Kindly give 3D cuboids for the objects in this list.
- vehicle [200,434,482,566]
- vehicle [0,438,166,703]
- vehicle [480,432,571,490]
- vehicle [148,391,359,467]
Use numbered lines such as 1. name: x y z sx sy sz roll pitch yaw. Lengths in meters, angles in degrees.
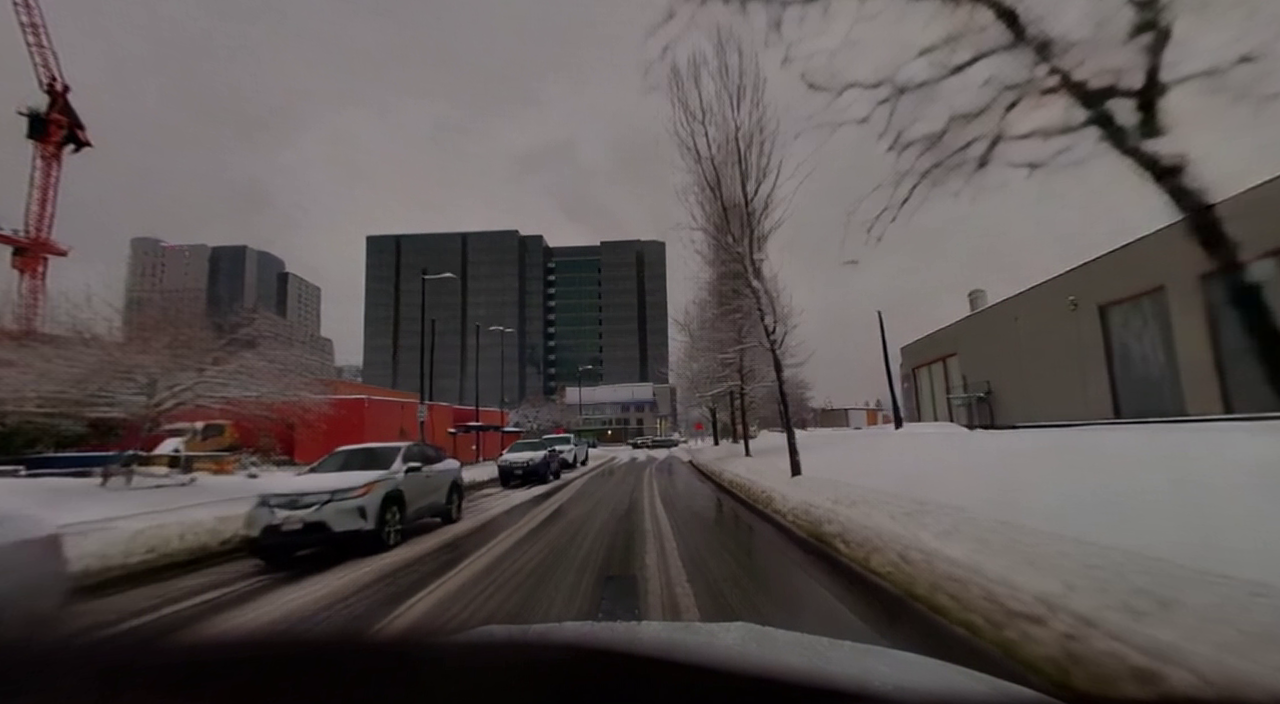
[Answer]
1. vehicle: -3.929 1.964 9.331 1.948 1.460 4.394 0 -8 1
2. vehicle: -4.117 0.972 1.843 1.996 1.411 4.370 -1 -8 1
3. vehicle: -3.504 3.412 20.170 1.980 1.635 4.153 -1 -8 2
4. vehicle: -13.361 2.707 22.022 6.039 2.449 2.273 -1 -8 6
